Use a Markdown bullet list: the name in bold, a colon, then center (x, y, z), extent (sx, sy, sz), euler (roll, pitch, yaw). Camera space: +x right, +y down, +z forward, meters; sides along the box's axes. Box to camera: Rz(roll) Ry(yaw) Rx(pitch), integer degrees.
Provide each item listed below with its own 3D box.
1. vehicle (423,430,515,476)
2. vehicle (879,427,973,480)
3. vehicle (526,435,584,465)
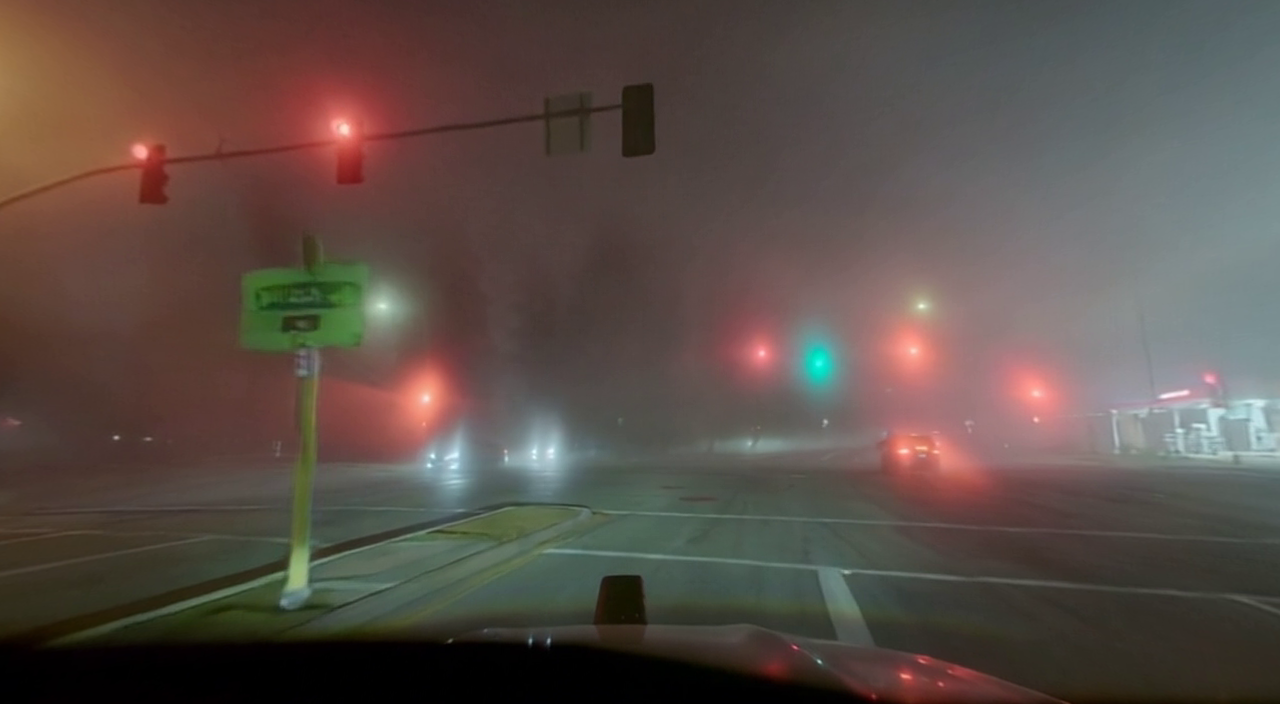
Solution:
- **vehicle**: center (-7.501, 4.489, 28.162), extent (2.112, 1.853, 4.516), euler (-2, -9, 11)
- **vehicle**: center (10.209, 3.630, 22.752), extent (2.090, 1.717, 4.063), euler (-1, -9, 10)
- **vehicle**: center (-5.287, 6.155, 39.637), extent (2.090, 1.779, 4.697), euler (-2, -9, 12)
